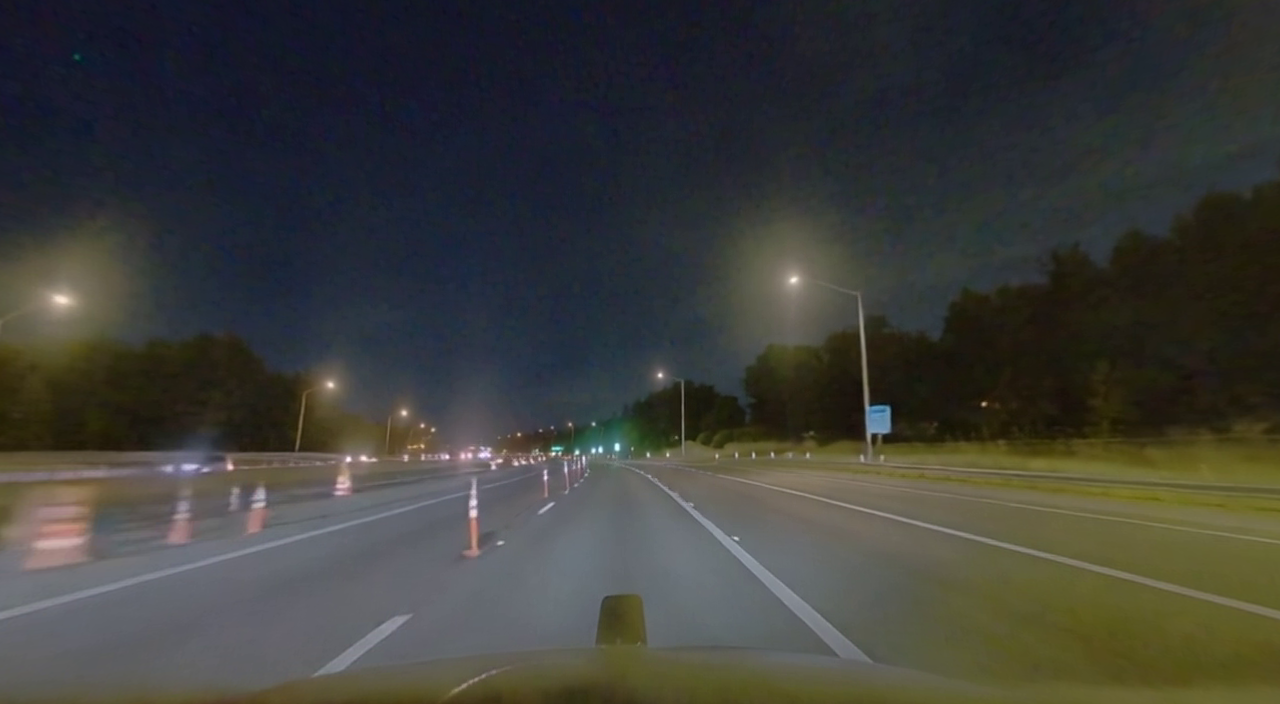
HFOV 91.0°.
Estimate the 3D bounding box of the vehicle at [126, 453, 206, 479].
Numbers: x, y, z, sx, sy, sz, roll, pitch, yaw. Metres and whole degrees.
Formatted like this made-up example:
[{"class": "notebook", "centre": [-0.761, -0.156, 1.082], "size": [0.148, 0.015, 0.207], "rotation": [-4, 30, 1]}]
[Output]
[{"class": "vehicle", "centre": [-30.268, 7.263, 40.369], "size": [1.812, 1.497, 4.297], "rotation": [0, -9, -1]}]
